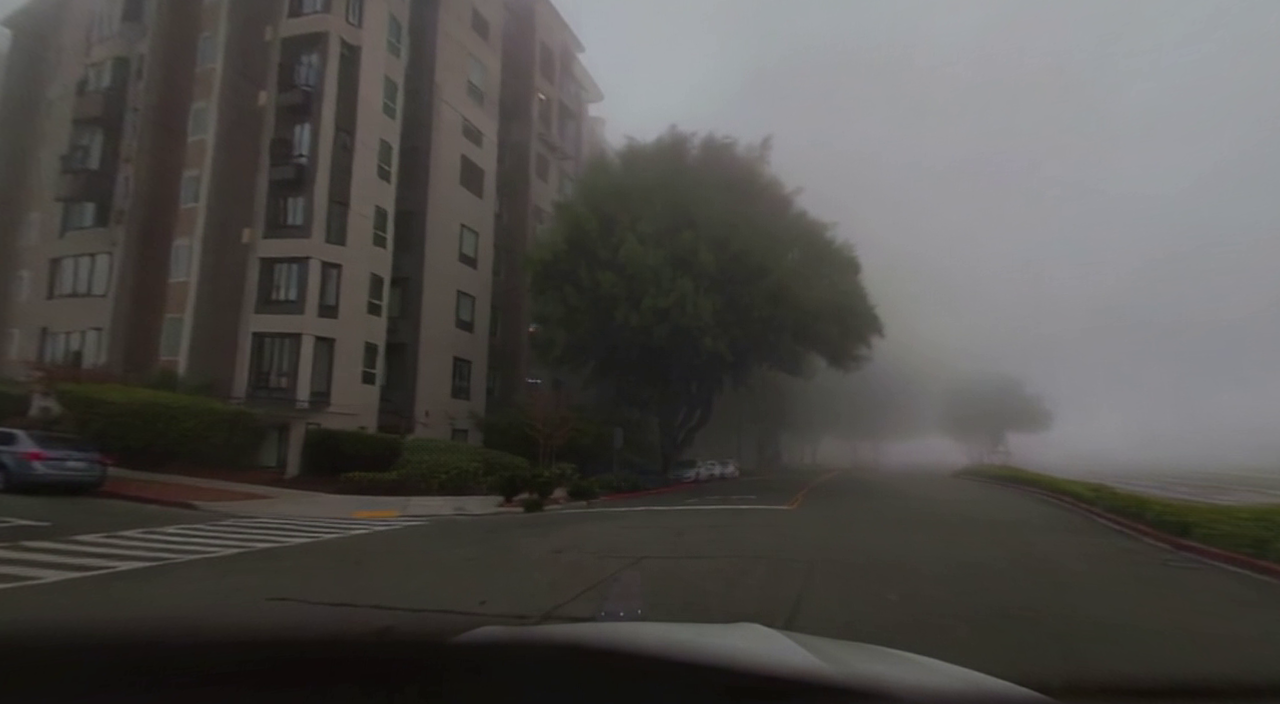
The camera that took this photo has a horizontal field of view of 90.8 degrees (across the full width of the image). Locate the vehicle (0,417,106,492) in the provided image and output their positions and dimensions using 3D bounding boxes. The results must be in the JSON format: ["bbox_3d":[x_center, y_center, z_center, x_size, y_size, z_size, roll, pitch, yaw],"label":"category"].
[{"bbox_3d":[-14.204,2.220,13.800,4.322,1.436,1.827,-3,-9,19],"label":"vehicle"}]
